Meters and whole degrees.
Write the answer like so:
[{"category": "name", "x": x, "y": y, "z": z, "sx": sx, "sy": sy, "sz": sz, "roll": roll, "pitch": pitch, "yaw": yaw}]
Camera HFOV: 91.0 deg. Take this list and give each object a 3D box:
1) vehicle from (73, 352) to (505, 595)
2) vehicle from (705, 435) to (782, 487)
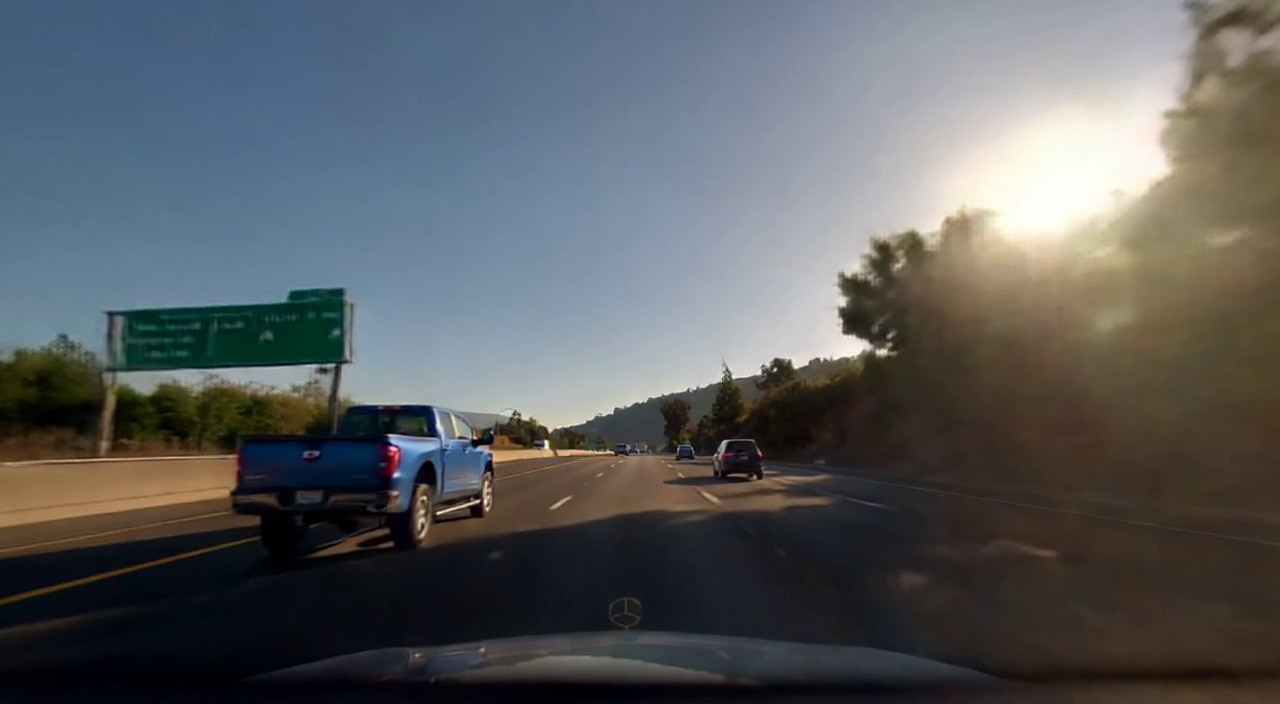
[{"category": "vehicle", "x": -3.861, "y": 1.569, "z": 8.952, "sx": 2.496, "sy": 2.203, "sz": 6.317, "roll": 0, "pitch": -9, "yaw": 0}, {"category": "vehicle", "x": 3.614, "y": 3.907, "z": 22.861, "sx": 2.095, "sy": 1.668, "sz": 4.135, "roll": 0, "pitch": -9, "yaw": 0}]
